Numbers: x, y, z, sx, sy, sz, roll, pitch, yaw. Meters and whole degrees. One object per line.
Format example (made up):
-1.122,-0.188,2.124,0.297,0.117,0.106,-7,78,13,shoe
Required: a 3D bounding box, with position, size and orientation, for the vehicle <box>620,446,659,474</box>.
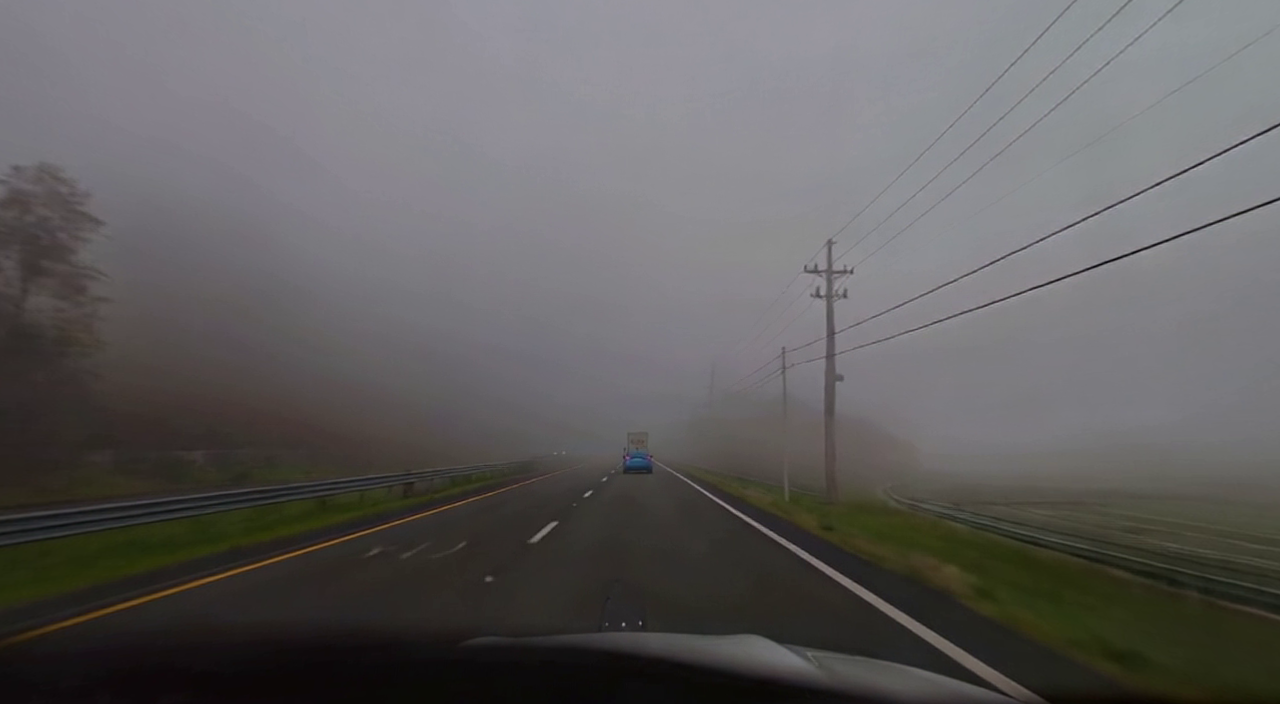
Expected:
-0.066,6.061,35.462,2.080,1.486,3.813,0,-9,-1,vehicle
